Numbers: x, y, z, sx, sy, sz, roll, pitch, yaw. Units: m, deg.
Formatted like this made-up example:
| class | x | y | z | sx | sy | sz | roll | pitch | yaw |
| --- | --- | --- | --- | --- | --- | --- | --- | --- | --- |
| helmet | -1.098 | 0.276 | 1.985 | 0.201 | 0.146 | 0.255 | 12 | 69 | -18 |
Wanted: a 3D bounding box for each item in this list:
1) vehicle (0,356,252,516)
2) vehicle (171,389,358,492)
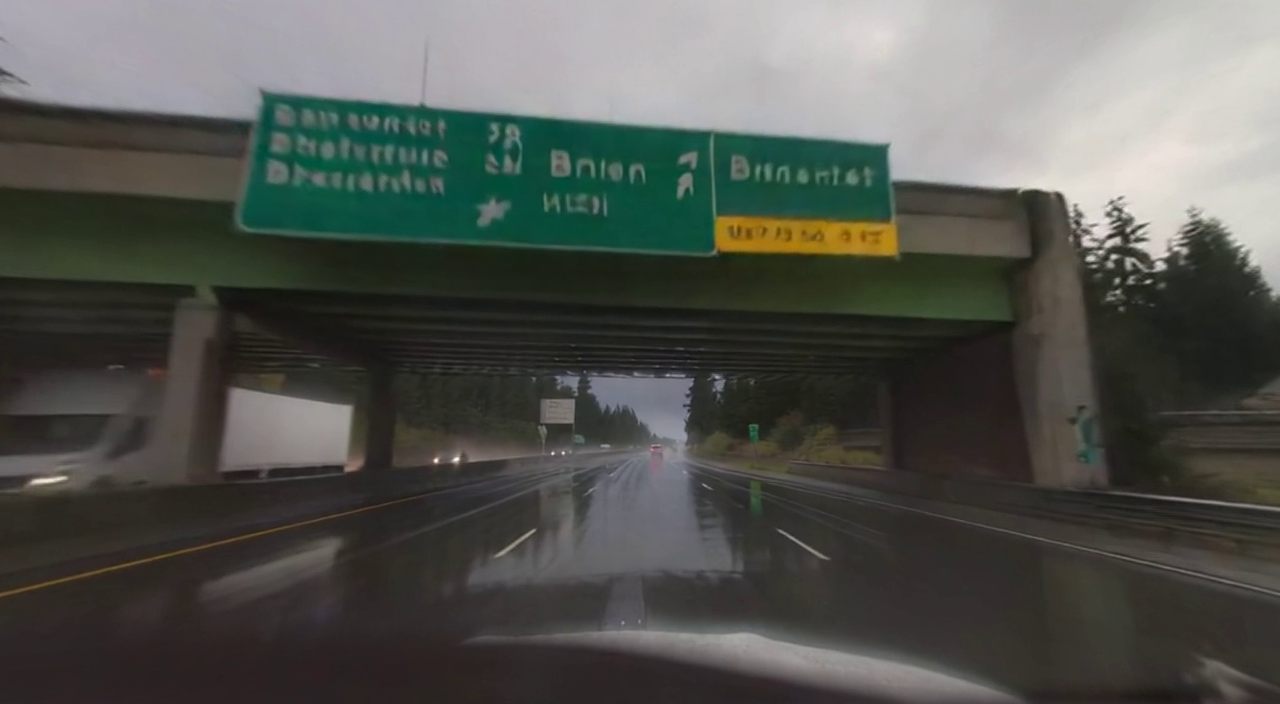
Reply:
| class | x | y | z | sx | sy | sz | roll | pitch | yaw |
| --- | --- | --- | --- | --- | --- | --- | --- | --- | --- |
| vehicle | -16.831 | 2.723 | 19.970 | 2.898 | 3.875 | 9.397 | 0 | -9 | 1 |
| vehicle | -16.780 | 4.153 | 29.344 | 2.826 | 4.041 | 9.212 | 0 | -9 | 1 |
